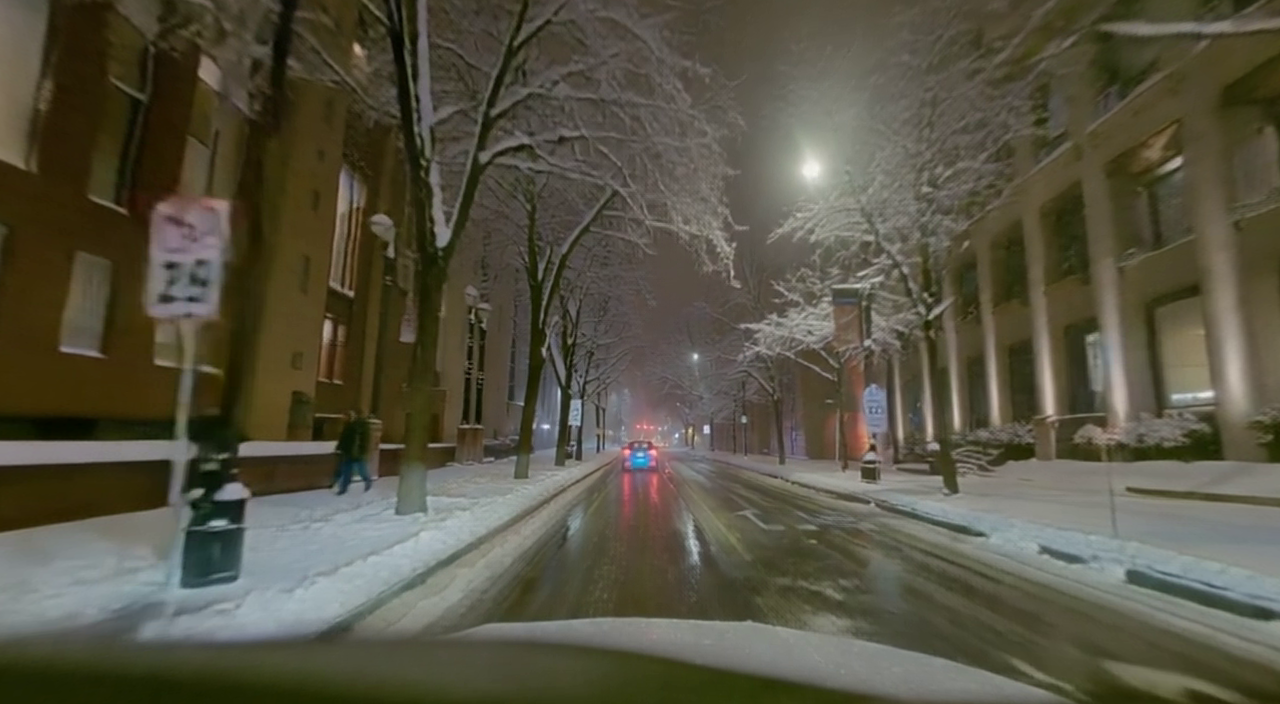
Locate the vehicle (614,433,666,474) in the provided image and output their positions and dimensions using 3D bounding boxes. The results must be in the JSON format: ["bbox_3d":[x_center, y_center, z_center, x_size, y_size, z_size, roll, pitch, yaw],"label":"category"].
[{"bbox_3d":[-0.032,4.348,27.197,2.079,1.621,3.861,0,-8,-1],"label":"vehicle"}]
